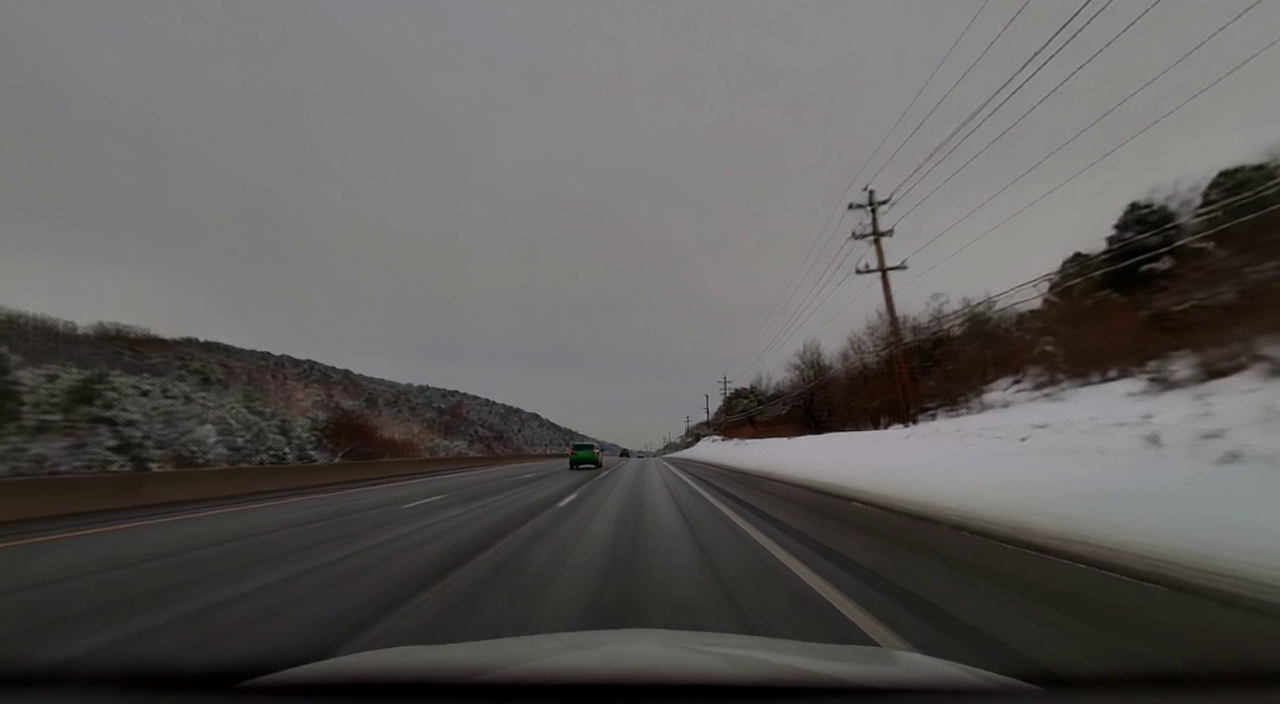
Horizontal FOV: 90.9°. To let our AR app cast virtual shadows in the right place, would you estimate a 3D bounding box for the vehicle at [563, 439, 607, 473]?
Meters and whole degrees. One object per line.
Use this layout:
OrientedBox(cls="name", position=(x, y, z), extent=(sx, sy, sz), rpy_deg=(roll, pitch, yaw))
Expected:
OrientedBox(cls="vehicle", position=(-3.134, 6.048, 36.984), extent=(2.136, 1.845, 4.515), rpy_deg=(0, -8, 1))
